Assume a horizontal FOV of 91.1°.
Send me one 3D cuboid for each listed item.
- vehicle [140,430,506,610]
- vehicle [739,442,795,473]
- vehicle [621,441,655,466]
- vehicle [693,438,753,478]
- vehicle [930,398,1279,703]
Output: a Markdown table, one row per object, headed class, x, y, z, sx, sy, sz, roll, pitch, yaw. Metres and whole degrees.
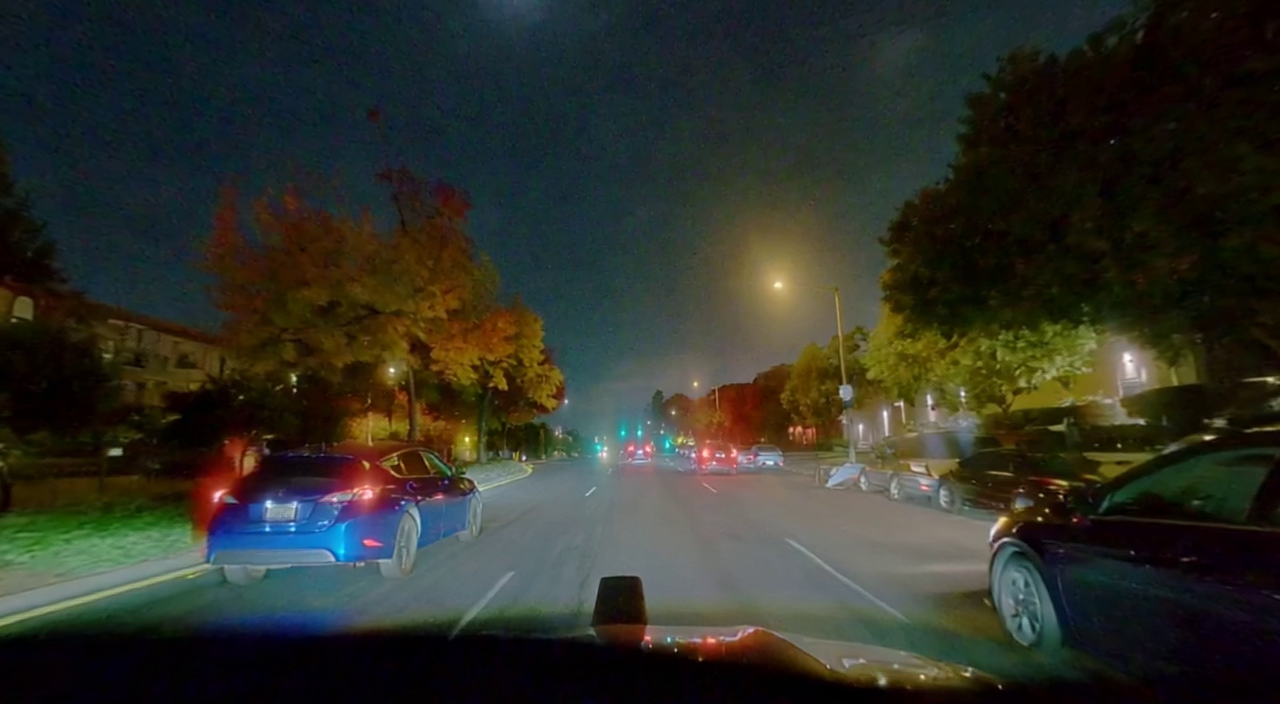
| class | x | y | z | sx | sy | sz | roll | pitch | yaw |
| --- | --- | --- | --- | --- | --- | --- | --- | --- | --- |
| vehicle | -3.140 | 1.739 | 7.573 | 1.997 | 1.479 | 4.547 | 0 | -8 | 1 |
| vehicle | 7.186 | 5.995 | 35.944 | 2.114 | 1.628 | 4.932 | 0 | -8 | -1 |
| vehicle | -0.122 | 7.145 | 44.286 | 2.293 | 1.662 | 4.262 | 0 | -8 | 0 |
| vehicle | 3.630 | 4.736 | 28.363 | 2.019 | 1.675 | 4.488 | 0 | -8 | -1 |
| vehicle | 3.223 | 0.946 | 2.434 | 2.060 | 1.474 | 4.475 | 0 | -8 | 0 |
